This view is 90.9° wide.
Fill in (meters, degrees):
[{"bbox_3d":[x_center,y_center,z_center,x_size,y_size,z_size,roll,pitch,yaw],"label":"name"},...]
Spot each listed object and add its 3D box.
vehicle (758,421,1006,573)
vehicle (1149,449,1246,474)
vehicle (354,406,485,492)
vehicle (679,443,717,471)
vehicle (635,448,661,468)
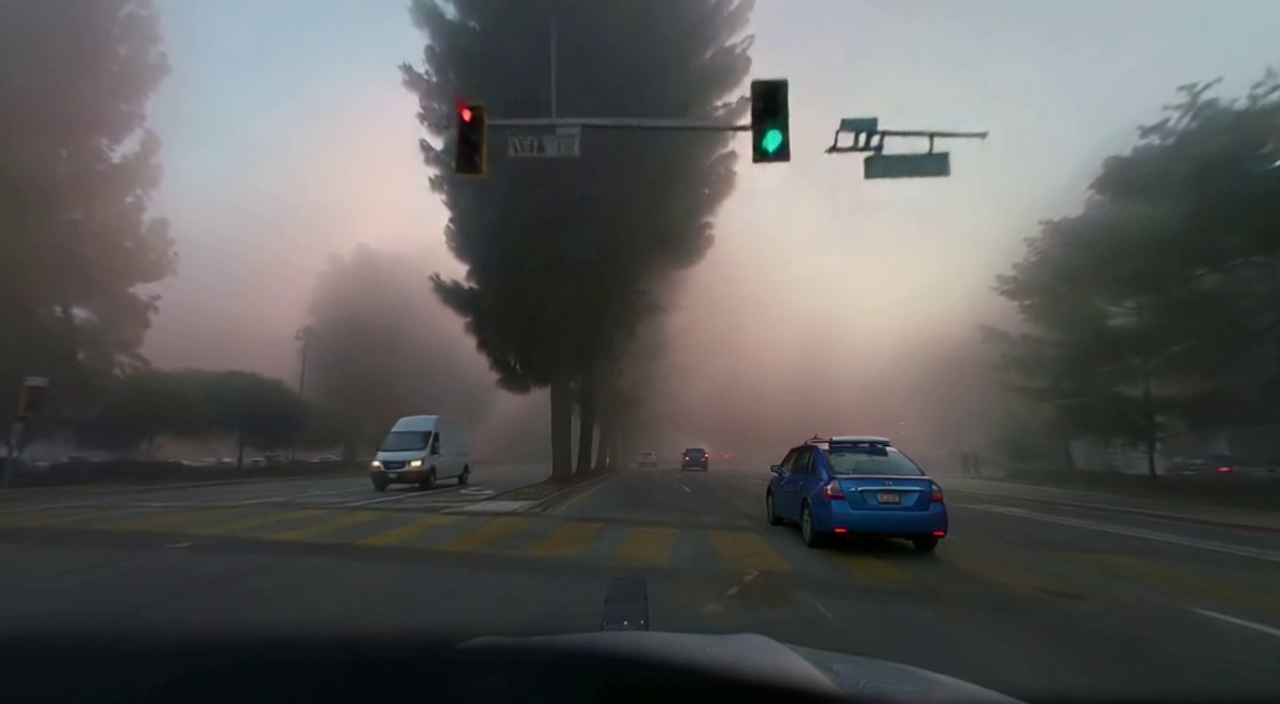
[{"bbox_3d":[3.016,1.881,8.908,1.901,1.634,3.952,0,-9,0],"label":"vehicle"},{"bbox_3d":[35.627,6.983,40.395,1.898,1.530,4.215,2,-9,-12],"label":"vehicle"},{"bbox_3d":[-8.351,3.829,24.932,2.524,2.885,6.868,1,-9,1],"label":"vehicle"},{"bbox_3d":[3.967,7.278,43.847,2.154,1.844,4.634,0,-9,0],"label":"vehicle"},{"bbox_3d":[0.627,8.227,49.080,1.991,1.477,3.814,0,-9,1],"label":"vehicle"}]
